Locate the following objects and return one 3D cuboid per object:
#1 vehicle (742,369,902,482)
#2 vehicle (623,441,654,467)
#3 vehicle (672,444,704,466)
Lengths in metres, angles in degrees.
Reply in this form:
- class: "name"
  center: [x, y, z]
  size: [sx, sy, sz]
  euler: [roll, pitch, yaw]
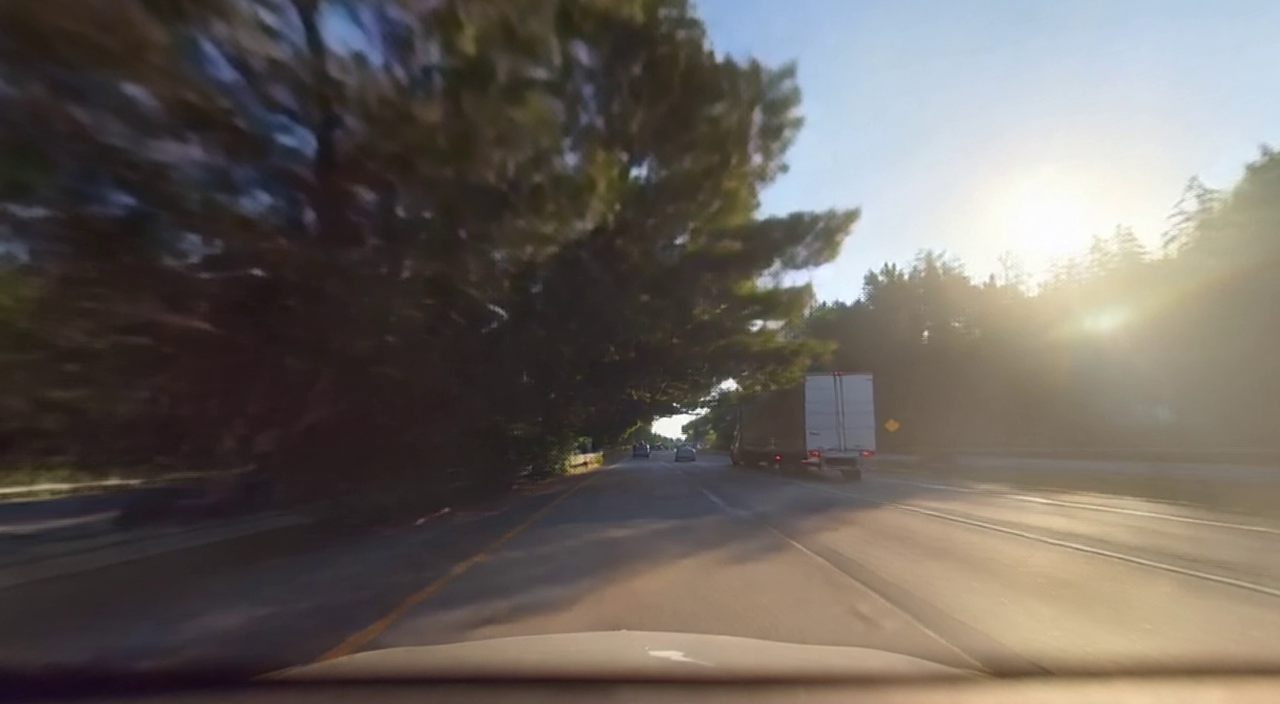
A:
- class: "vehicle"
  center: [7.716, 3.697, 29.766]
  size: [3.044, 4.073, 14.016]
  euler: [0, -9, -1]
- class: "vehicle"
  center: [-0.095, 7.414, 45.793]
  size: [2.114, 1.706, 4.106]
  euler: [0, -9, 0]
- class: "vehicle"
  center: [3.597, 7.795, 47.744]
  size: [2.025, 1.534, 4.179]
  euler: [0, -9, -1]
